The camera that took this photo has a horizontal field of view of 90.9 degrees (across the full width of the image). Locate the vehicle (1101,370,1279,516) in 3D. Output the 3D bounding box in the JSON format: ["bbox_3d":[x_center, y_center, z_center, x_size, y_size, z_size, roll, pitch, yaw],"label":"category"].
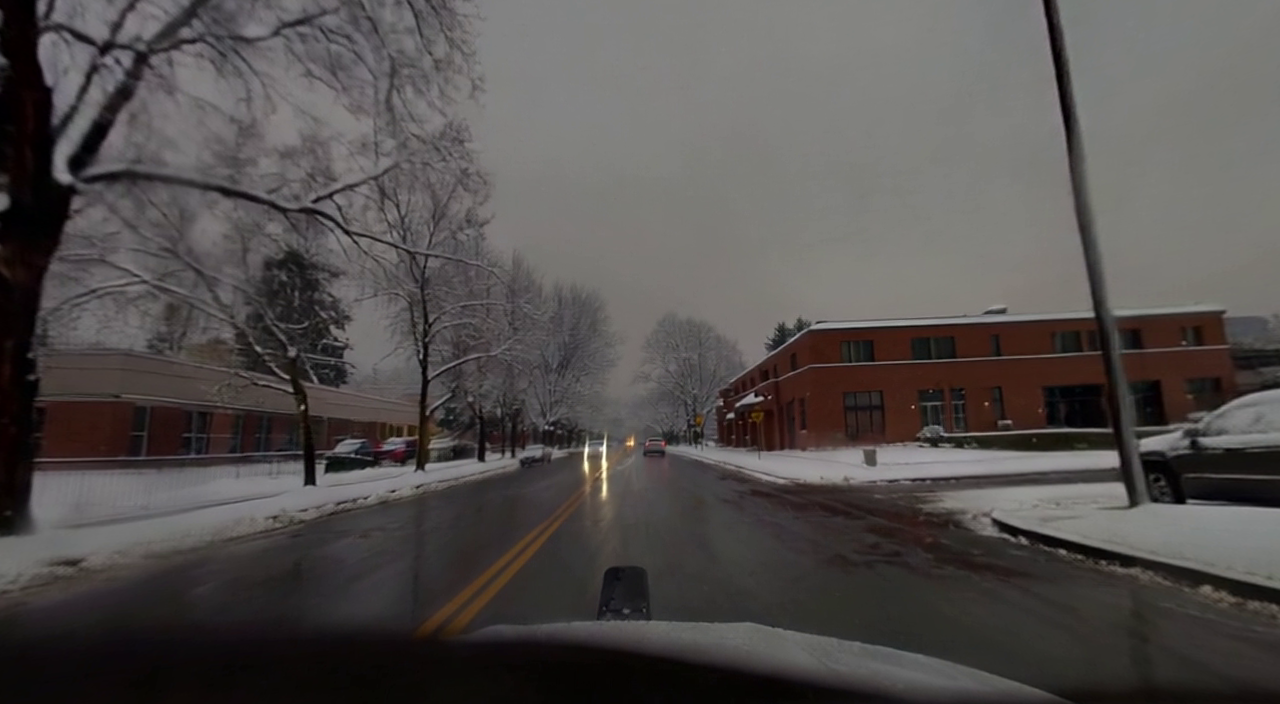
[{"bbox_3d":[9.174,1.253,8.667,2.018,1.840,4.662,0,-9,-1],"label":"vehicle"}]

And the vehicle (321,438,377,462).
[{"bbox_3d":[-21.362,7.206,46.488,1.906,1.596,4.599,-1,-8,1],"label":"vehicle"}]

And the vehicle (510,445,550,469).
[{"bbox_3d":[-7.230,6.946,41.960,1.930,1.463,4.195,-1,-8,0],"label":"vehicle"}]
